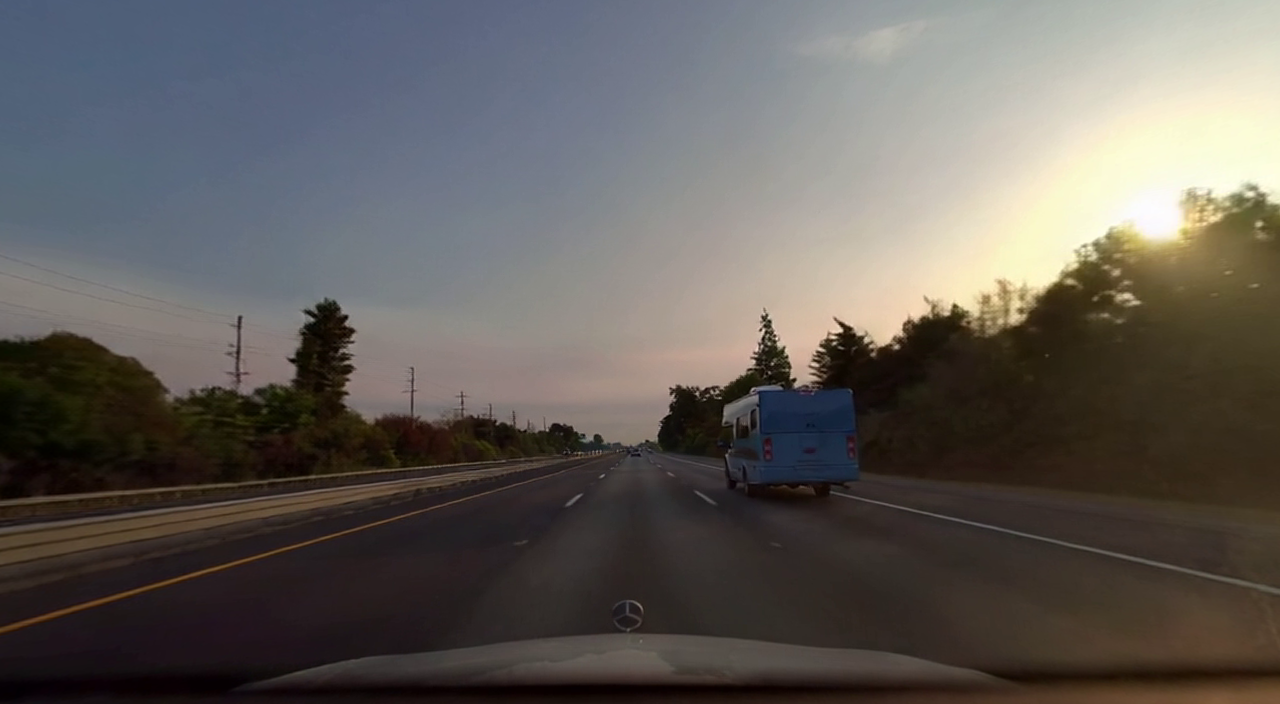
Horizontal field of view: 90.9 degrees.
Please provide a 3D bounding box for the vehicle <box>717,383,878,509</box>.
[{"bbox_3d":[3.869,2.545,17.133,2.556,2.763,6.287,0,-9,-2],"label":"vehicle"}]
